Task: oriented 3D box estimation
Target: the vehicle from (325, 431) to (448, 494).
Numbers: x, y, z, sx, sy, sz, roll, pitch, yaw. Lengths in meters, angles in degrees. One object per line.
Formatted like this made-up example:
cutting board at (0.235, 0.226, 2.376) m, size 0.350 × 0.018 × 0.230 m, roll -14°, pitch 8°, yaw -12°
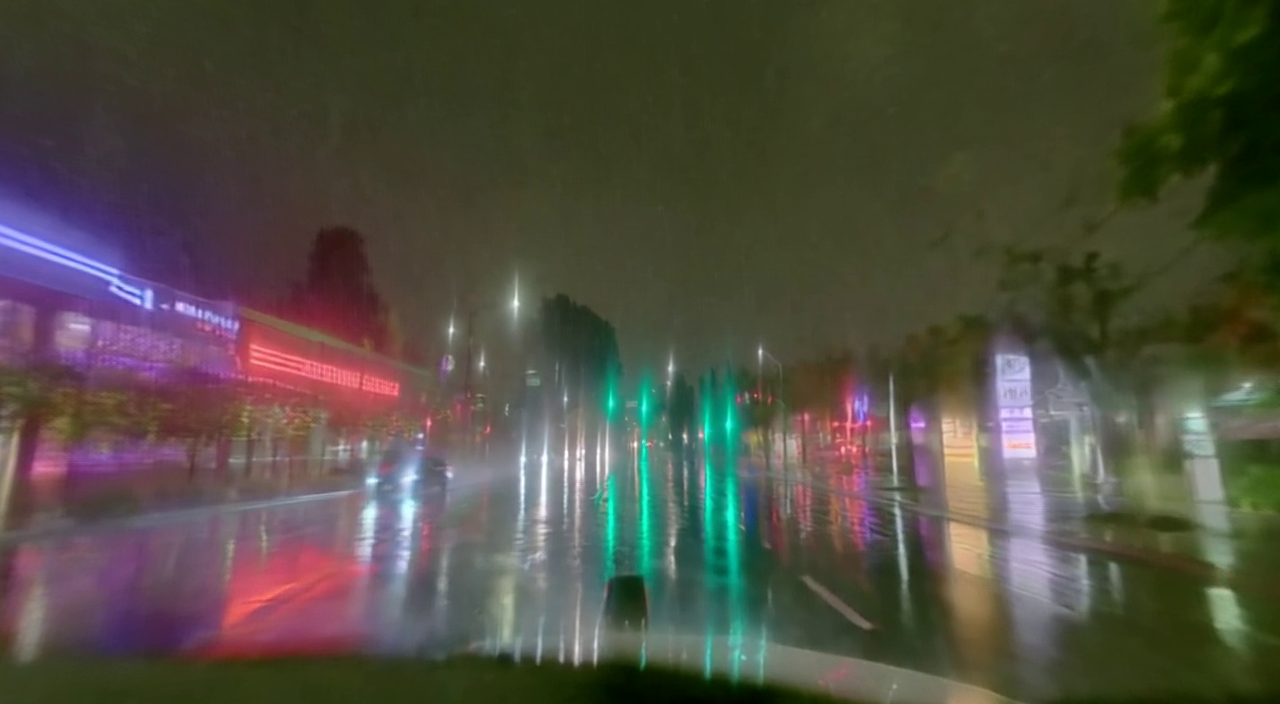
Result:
vehicle at (-8.586, 3.773, 21.980) m, size 2.242 × 1.919 × 4.922 m, roll 0°, pitch -8°, yaw 0°

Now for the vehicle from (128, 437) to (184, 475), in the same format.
vehicle at (-26.551, 5.671, 34.742) m, size 2.099 × 1.901 × 4.832 m, roll 6°, pitch -10°, yaw -35°

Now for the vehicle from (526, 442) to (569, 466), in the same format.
vehicle at (-6.021, 6.711, 41.644) m, size 2.097 × 1.495 × 4.489 m, roll 0°, pitch -8°, yaw 1°
